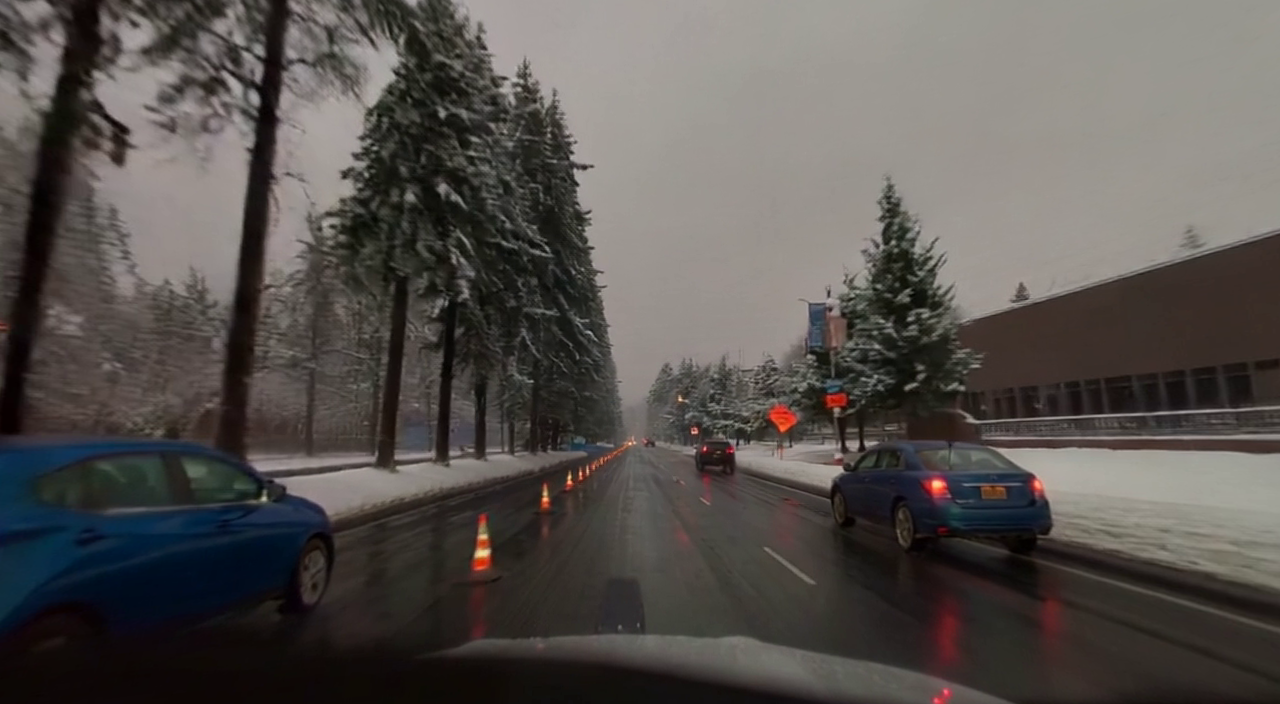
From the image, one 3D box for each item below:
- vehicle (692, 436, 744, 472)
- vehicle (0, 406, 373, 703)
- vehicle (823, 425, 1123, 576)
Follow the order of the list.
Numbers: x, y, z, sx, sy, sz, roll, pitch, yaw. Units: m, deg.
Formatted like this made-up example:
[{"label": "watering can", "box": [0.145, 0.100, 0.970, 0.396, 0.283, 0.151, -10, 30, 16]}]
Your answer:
[{"label": "vehicle", "box": [4.109, 5.479, 34.077, 2.159, 1.793, 4.735, 0, -9, -1]}, {"label": "vehicle", "box": [-3.521, 1.171, 3.863, 2.020, 1.474, 4.098, 0, -9, -1]}, {"label": "vehicle", "box": [3.906, 1.777, 8.287, 1.827, 1.491, 3.743, 0, -9, -1]}]
